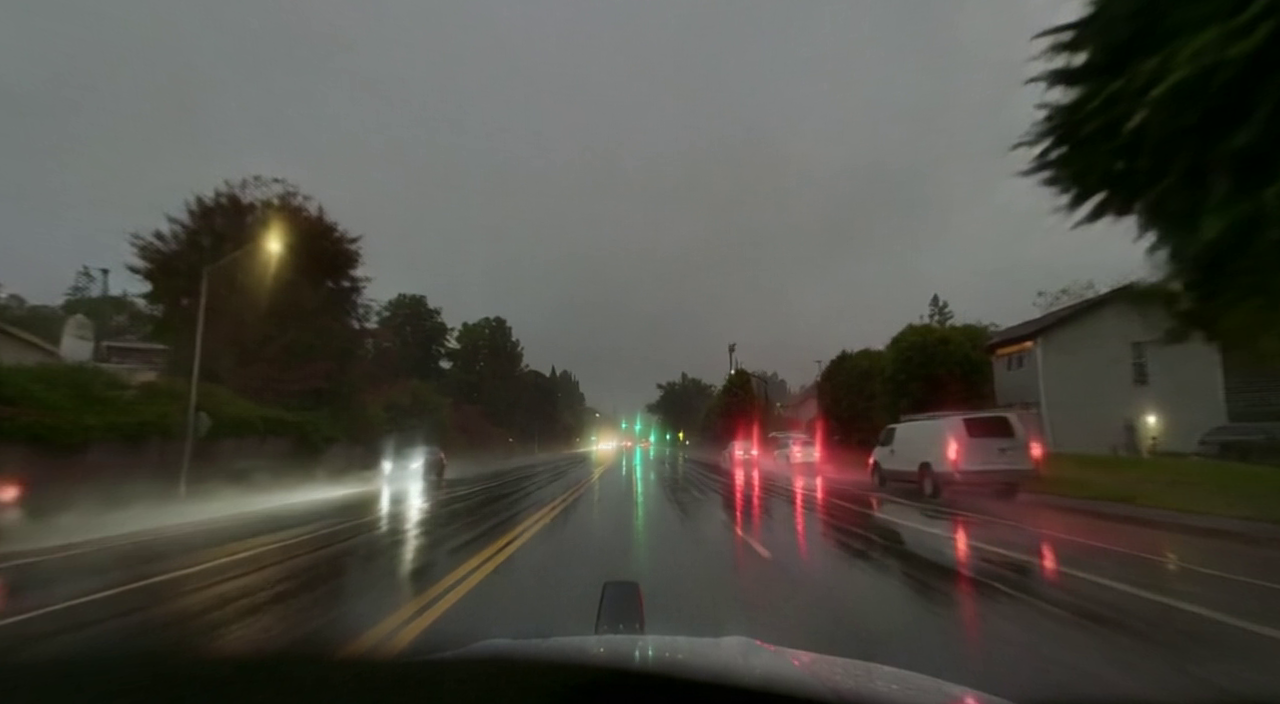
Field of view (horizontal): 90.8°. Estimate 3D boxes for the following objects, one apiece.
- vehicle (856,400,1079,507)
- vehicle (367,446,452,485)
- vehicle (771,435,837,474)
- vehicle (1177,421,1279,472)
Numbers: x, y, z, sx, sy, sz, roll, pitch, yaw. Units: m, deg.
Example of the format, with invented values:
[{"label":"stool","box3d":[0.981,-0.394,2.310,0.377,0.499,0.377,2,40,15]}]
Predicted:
[{"label":"vehicle","box3d":[7.467,2.422,15.439,2.278,2.079,5.861,0,-8,0]},{"label":"vehicle","box3d":[-9.753,4.805,27.111,1.910,1.452,4.447,0,-8,1]},{"label":"vehicle","box3d":[7.387,4.673,28.927,1.965,1.623,4.096,0,-8,1]},{"label":"vehicle","box3d":[19.569,2.869,19.275,4.336,1.480,1.926,-2,-8,17]}]
